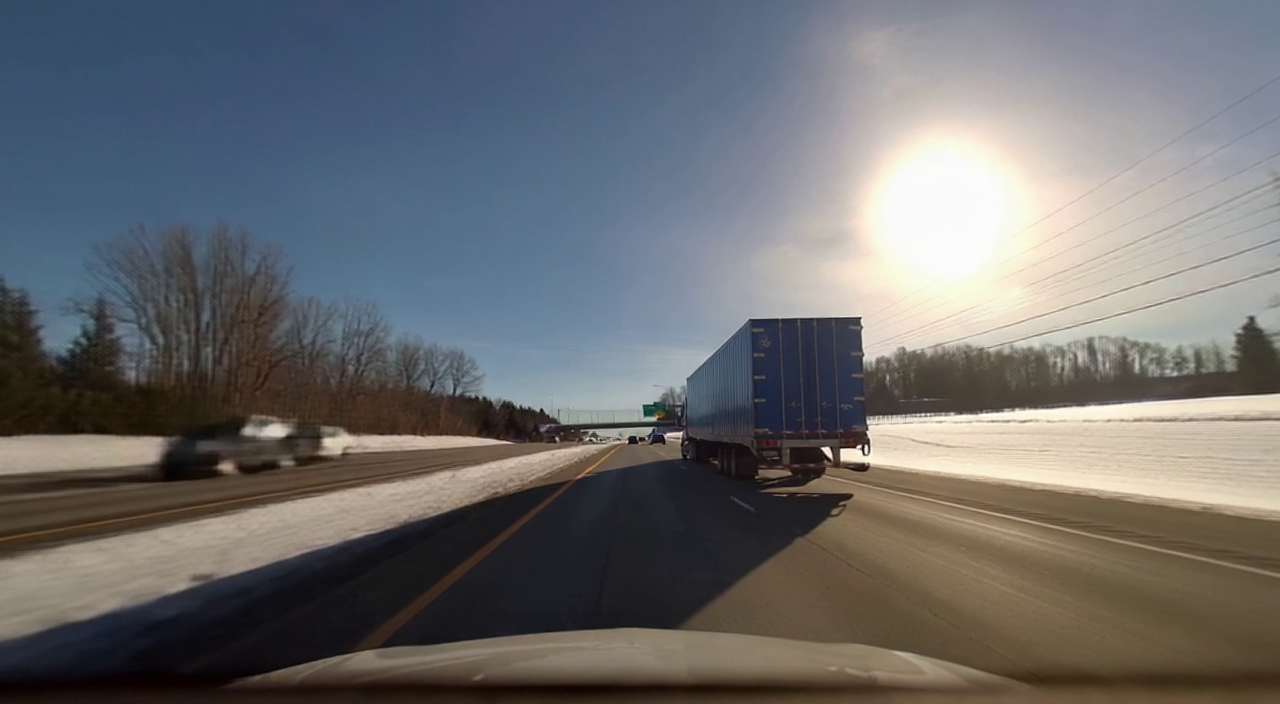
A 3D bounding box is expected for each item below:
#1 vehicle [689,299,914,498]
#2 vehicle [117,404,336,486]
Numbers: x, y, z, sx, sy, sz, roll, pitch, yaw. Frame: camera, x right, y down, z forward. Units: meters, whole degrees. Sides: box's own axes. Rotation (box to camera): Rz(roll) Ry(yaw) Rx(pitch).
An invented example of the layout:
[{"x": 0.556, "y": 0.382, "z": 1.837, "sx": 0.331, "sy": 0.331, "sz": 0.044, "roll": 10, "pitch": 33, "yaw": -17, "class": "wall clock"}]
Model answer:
[{"x": 4.070, "y": 2.121, "z": 21.990, "sx": 3.203, "sy": 4.273, "sz": 17.131, "roll": 0, "pitch": -8, "yaw": -1, "class": "vehicle"}, {"x": -8.748, "y": 2.026, "z": 13.886, "sx": 1.918, "sy": 1.523, "sz": 4.278, "roll": 0, "pitch": -8, "yaw": 0, "class": "vehicle"}]
